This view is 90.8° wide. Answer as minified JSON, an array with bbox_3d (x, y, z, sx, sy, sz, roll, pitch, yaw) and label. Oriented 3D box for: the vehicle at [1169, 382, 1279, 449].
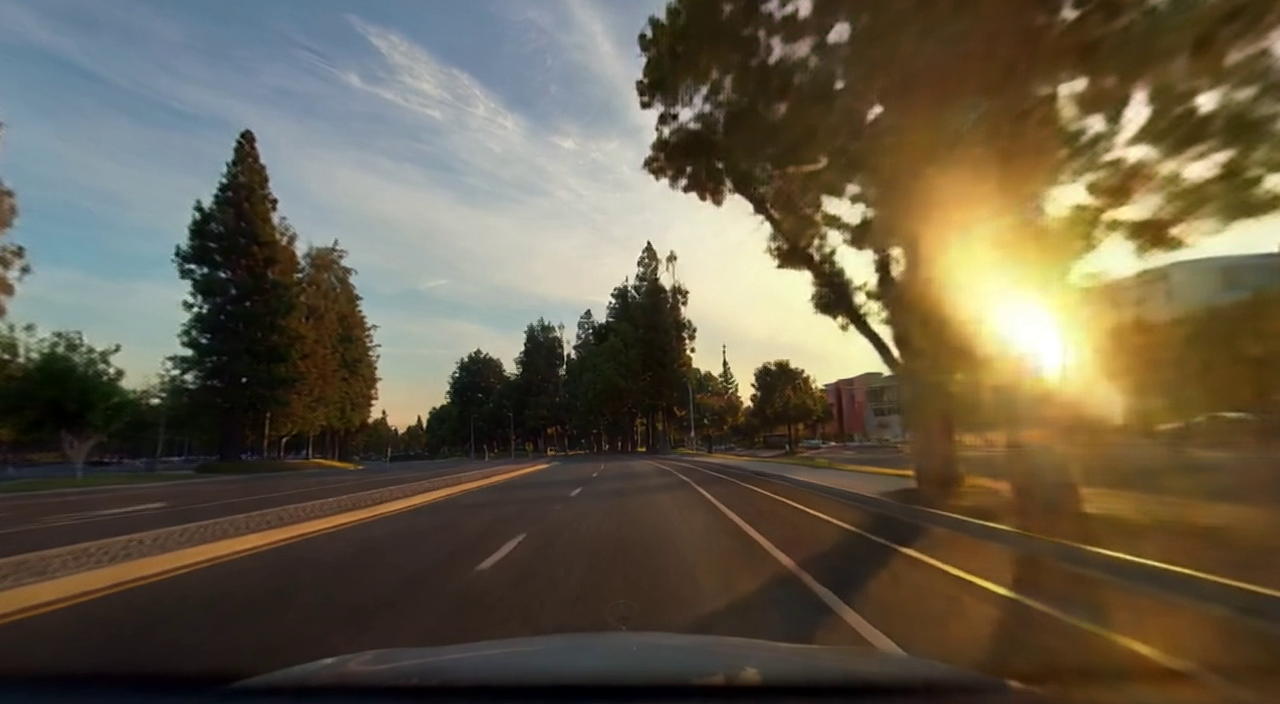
[{"bbox_3d":[29.525,2.934,28.607,8.483,2.834,2.843,0,-8,0],"label":"vehicle"}]
